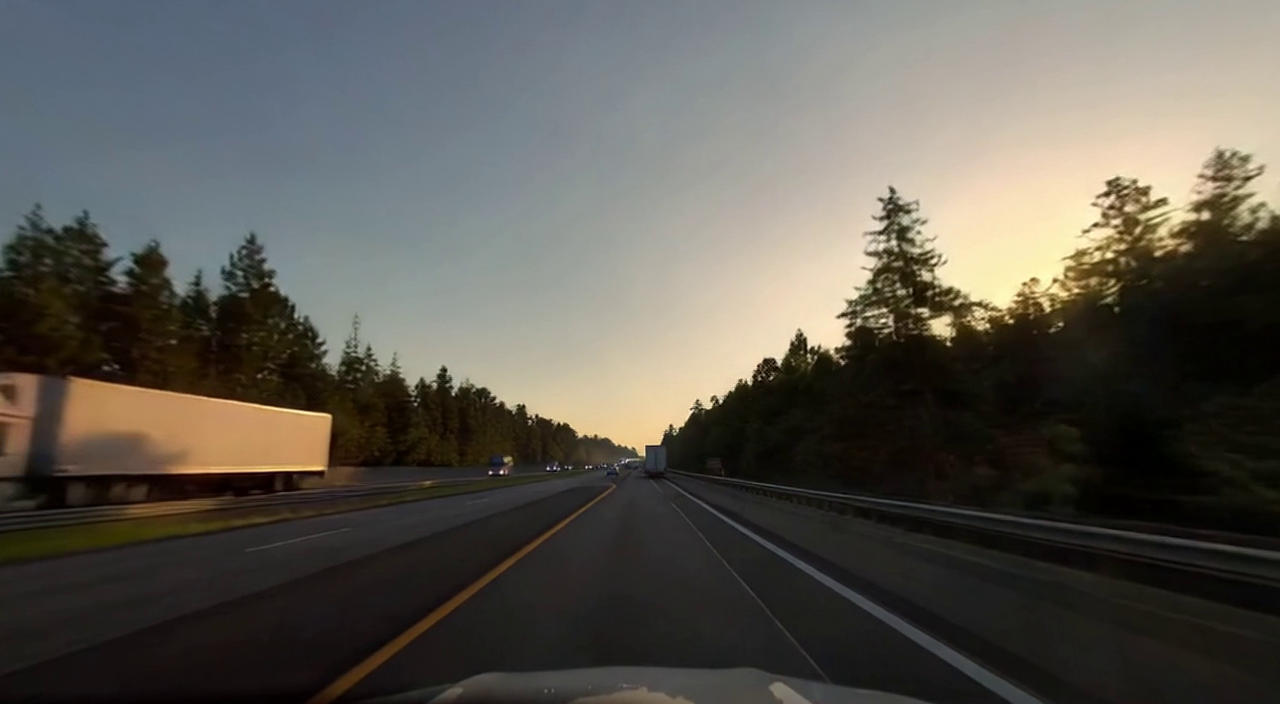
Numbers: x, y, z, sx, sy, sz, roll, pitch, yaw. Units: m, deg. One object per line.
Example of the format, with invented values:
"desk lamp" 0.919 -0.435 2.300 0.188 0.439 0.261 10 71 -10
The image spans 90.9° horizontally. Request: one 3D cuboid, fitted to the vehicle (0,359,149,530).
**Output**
"vehicle" -16.486 2.370 15.913 2.919 3.961 5.998 1 -10 1
